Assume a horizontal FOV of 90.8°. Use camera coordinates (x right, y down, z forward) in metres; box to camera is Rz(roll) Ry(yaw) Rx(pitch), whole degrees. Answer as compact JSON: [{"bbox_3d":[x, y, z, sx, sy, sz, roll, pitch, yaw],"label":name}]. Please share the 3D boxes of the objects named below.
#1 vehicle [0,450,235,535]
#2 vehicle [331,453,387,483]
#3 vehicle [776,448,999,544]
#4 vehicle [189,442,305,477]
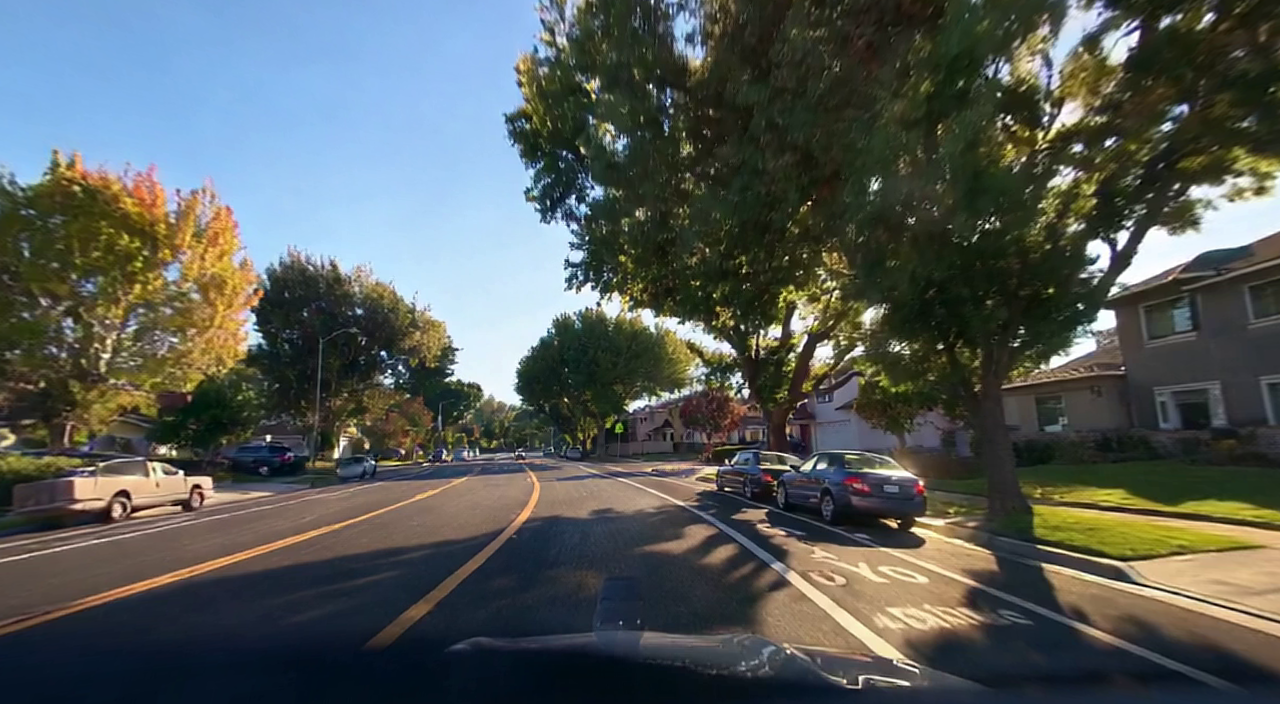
[{"bbox_3d":[-12.266,3.248,15.394,2.180,1.472,4.933,-4,-8,-9],"label":"vehicle"},{"bbox_3d":[-15.784,6.526,35.715,1.870,1.451,4.140,0,-8,-10],"label":"vehicle"},{"bbox_3d":[4.319,2.568,12.102,1.872,1.423,4.874,1,-9,-6],"label":"vehicle"},{"bbox_3d":[-24.121,6.629,38.984,5.560,1.892,2.099,0,-10,-8],"label":"vehicle"}]
